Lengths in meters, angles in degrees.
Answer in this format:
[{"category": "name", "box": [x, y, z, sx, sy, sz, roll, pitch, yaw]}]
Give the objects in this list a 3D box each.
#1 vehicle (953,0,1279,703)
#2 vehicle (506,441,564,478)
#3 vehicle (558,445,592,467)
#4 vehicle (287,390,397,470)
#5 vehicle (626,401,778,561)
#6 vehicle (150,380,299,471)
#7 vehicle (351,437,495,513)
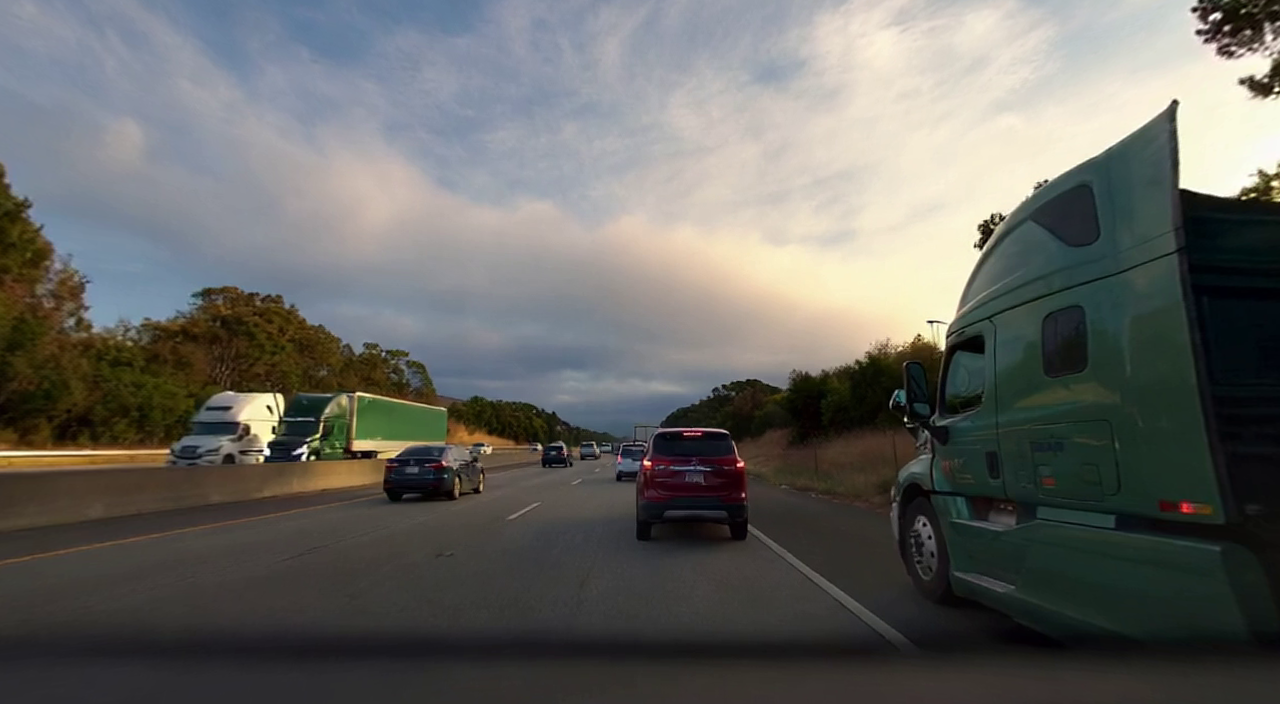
[{"category": "vehicle", "box": [3.834, 0.147, 3.379, 2.141, 3.473, 4.217, -1, -9, 3]}, {"category": "vehicle", "box": [-4.702, 4.876, 28.804, 1.855, 1.527, 4.209, 0, -9, 1]}, {"category": "vehicle", "box": [-4.501, 7.271, 44.161, 1.857, 1.423, 3.920, 0, -9, 1]}, {"category": "vehicle", "box": [-15.927, 4.289, 34.240, 2.946, 3.934, 5.884, 0, -9, 1]}, {"category": "vehicle", "box": [0.755, 1.864, 9.704, 1.825, 1.920, 3.960, 0, -9, 0]}, {"category": "vehicle", "box": [-19.857, 3.669, 30.664, 2.867, 3.988, 6.021, 0, -9, 1]}, {"category": "vehicle", "box": [-4.757, 2.730, 14.472, 1.867, 1.489, 3.829, 0, -9, 1]}]
